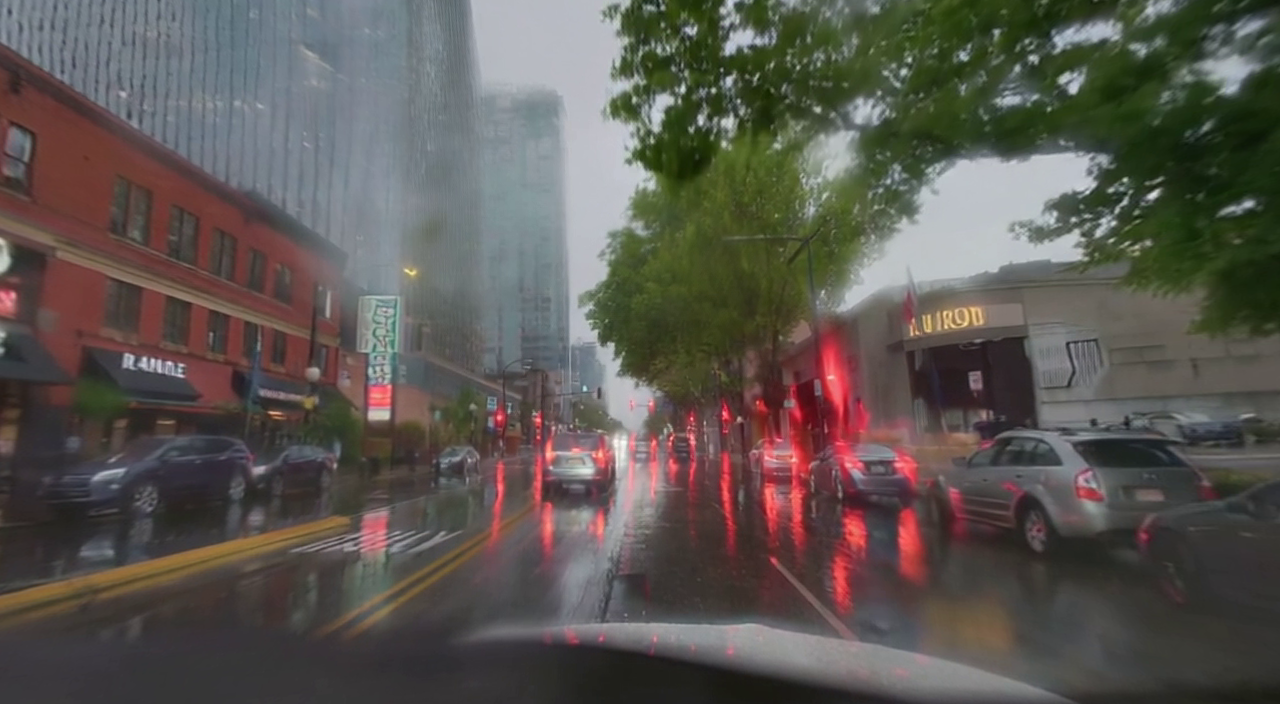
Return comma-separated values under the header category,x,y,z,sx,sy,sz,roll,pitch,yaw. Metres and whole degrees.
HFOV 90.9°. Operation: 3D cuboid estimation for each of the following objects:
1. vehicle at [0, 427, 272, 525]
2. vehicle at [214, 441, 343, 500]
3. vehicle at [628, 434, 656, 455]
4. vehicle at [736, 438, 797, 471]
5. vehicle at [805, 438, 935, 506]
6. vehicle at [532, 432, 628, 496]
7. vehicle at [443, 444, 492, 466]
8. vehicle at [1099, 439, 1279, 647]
category,x,y,z,sx,sy,sz,roll,pitch,yaw
vehicle,-12.586,3.056,16.302,2.384,2.044,6.030,0,-8,1
vehicle,-12.560,4.101,22.310,2.000,1.708,4.494,-3,-8,-1
vehicle,0.111,7.325,49.910,2.102,1.521,4.078,0,-8,-2
vehicle,6.017,4.947,30.570,1.956,1.446,4.537,0,-8,-1
vehicle,5.822,3.058,16.526,1.986,1.555,3.879,0,-8,1
vehicle,-1.591,2.864,16.579,2.169,1.427,4.531,1,-8,-6
vehicle,-12.425,7.409,45.642,2.075,1.472,4.638,0,-8,2
vehicle,5.769,1.354,4.226,1.961,1.533,4.473,0,-8,0
